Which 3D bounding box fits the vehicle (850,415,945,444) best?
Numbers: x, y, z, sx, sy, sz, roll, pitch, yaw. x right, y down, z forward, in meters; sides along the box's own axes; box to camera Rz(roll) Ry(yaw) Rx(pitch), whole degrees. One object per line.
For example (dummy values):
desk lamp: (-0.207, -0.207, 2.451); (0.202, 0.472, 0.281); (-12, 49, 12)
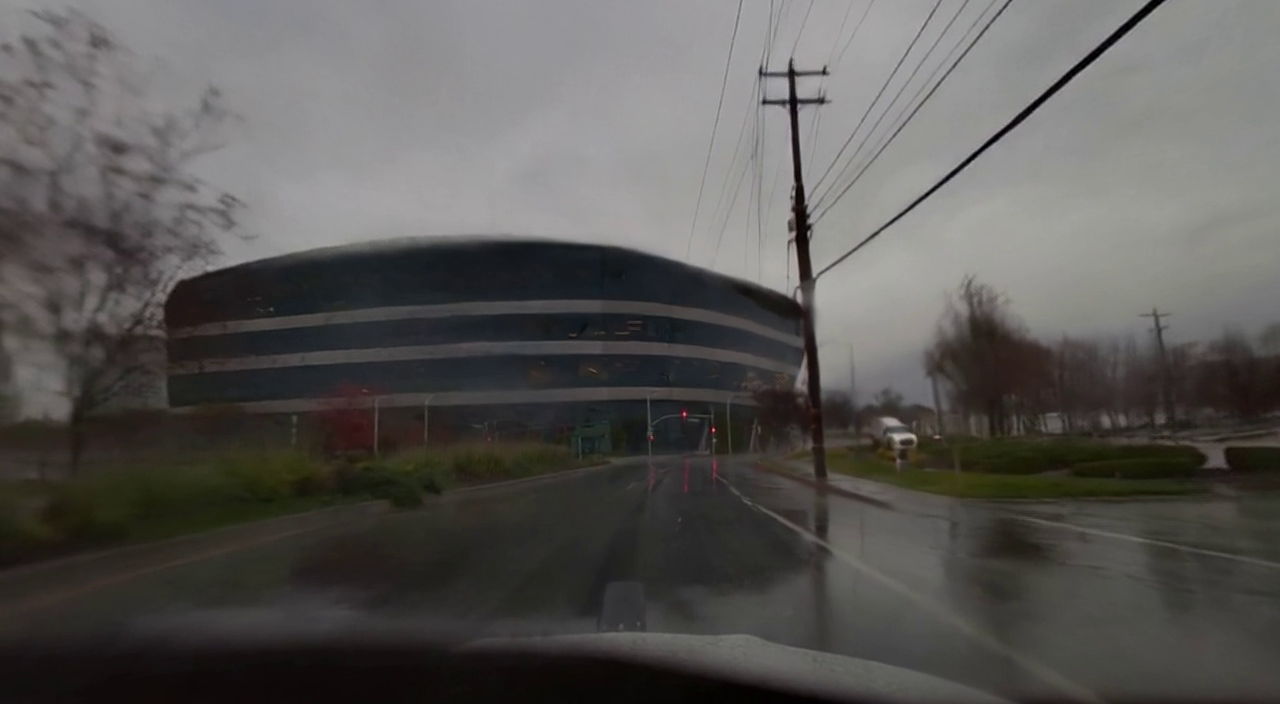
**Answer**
vehicle: (17.602, 5.347, 43.385); (5.745, 1.902, 2.244); (-2, -9, 14)
